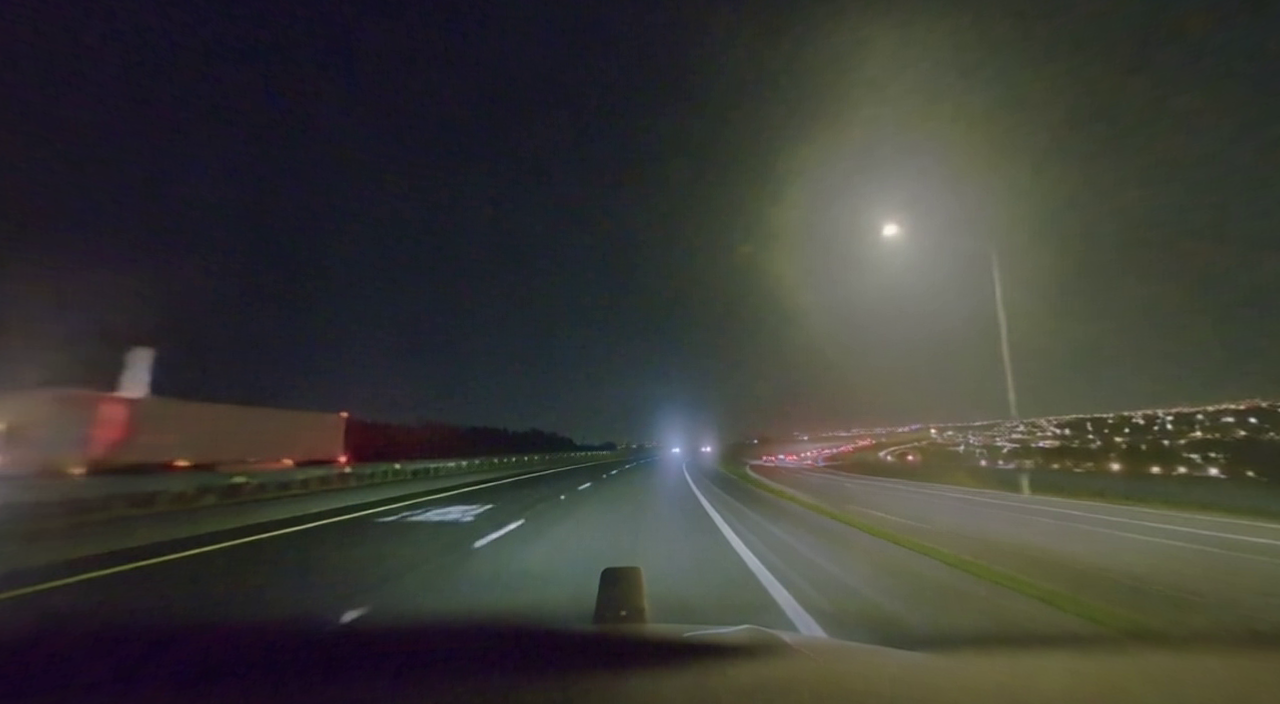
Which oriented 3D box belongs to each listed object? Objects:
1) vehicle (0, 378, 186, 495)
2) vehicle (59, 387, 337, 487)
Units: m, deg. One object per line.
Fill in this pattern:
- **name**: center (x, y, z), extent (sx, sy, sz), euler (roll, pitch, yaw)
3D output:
- **vehicle**: center (-23.348, 3.519, 25.735), extent (3.037, 3.998, 8.244), euler (-1, -9, 3)
- **vehicle**: center (-22.841, 4.871, 35.245), extent (2.906, 4.213, 16.623), euler (-1, -9, 3)
